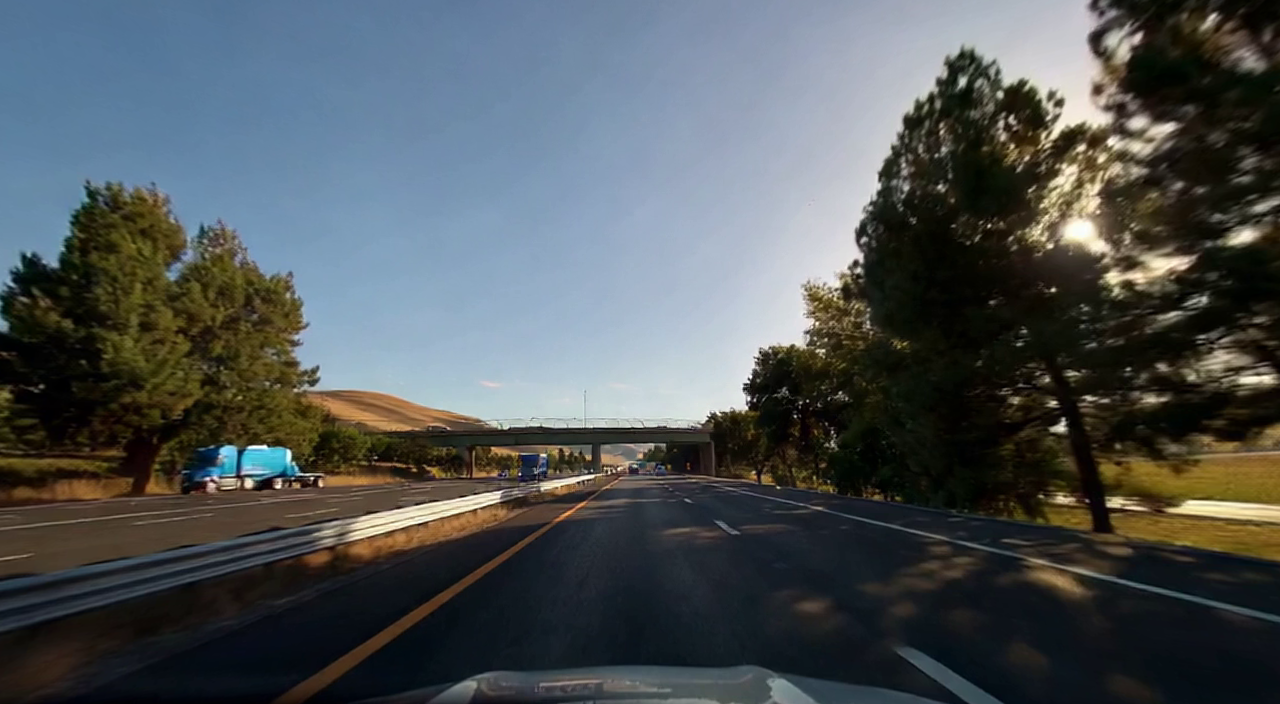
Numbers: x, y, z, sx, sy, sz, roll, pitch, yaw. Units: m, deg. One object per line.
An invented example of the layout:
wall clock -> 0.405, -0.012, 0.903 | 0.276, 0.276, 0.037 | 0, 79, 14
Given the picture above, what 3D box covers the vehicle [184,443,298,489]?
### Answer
vehicle -> -30.912, 8.958, 49.460 | 2.837, 3.196, 9.119 | 1, -10, 1
